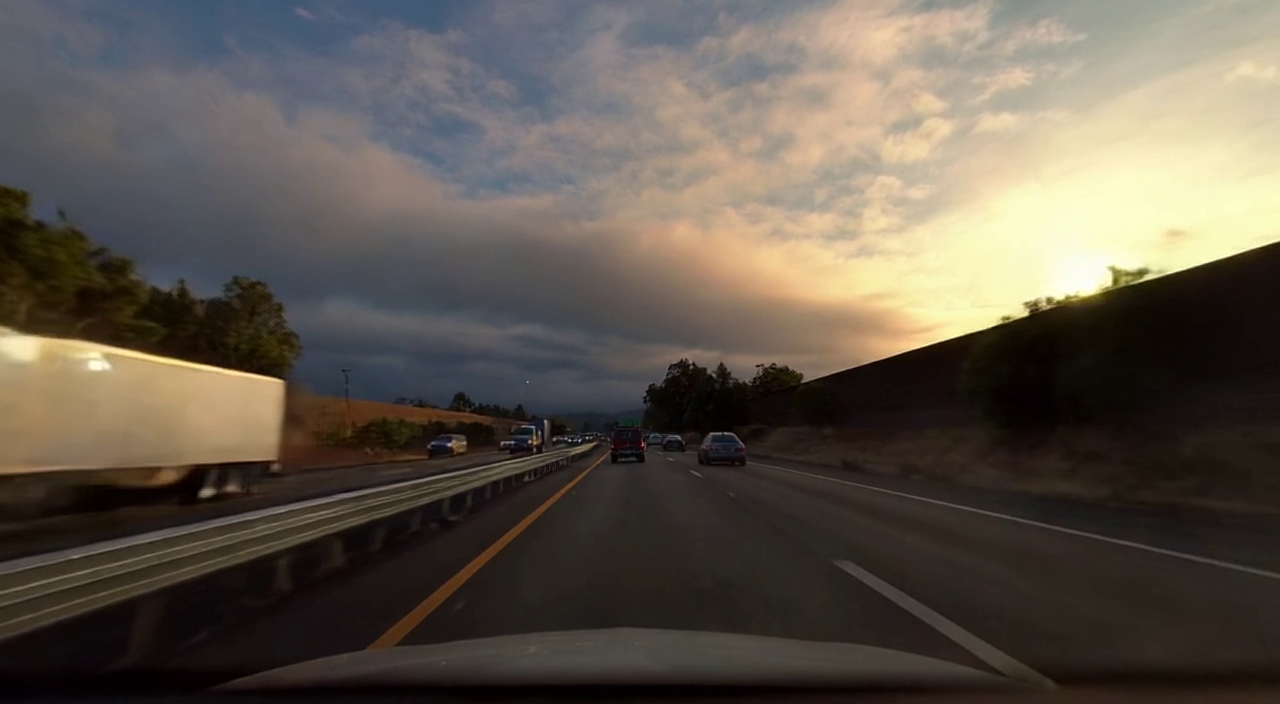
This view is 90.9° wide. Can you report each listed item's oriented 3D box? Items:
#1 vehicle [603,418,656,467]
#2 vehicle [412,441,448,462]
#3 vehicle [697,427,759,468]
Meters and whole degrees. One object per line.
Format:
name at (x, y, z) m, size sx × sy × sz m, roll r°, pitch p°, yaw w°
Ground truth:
vehicle at (-0.508, 4.184, 29.186) m, size 2.270 × 2.044 × 4.633 m, roll 0°, pitch -8°, yaw -1°
vehicle at (-16.064, 7.576, 48.341) m, size 1.764 × 1.465 × 3.584 m, roll -2°, pitch -8°, yaw -3°
vehicle at (3.669, 4.042, 26.959) m, size 1.981 × 1.606 × 3.956 m, roll 0°, pitch -8°, yaw -2°
